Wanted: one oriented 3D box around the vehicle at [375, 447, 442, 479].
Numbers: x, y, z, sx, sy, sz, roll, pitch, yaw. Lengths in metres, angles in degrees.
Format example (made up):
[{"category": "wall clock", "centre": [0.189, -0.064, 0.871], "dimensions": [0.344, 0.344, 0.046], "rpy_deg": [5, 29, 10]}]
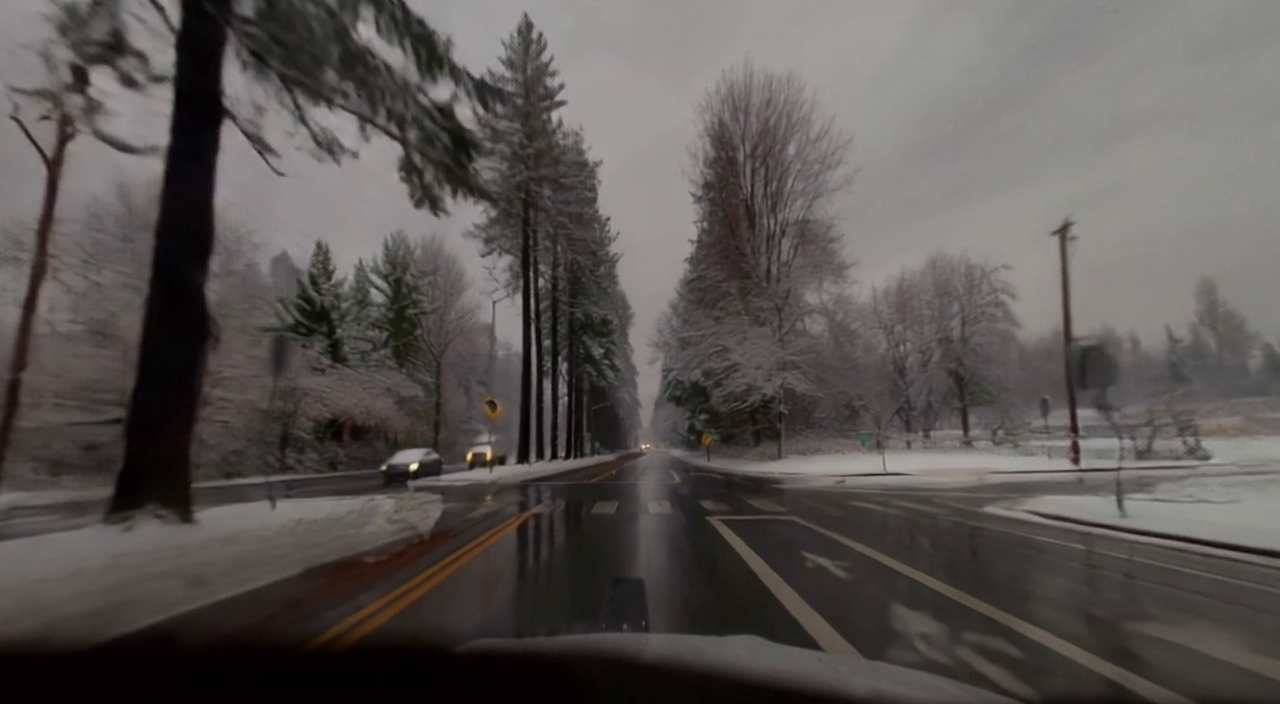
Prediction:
[{"category": "vehicle", "centre": [-13.435, 6.456, 36.903], "dimensions": [2.035, 1.693, 4.625], "rpy_deg": [0, -8, 1]}]
